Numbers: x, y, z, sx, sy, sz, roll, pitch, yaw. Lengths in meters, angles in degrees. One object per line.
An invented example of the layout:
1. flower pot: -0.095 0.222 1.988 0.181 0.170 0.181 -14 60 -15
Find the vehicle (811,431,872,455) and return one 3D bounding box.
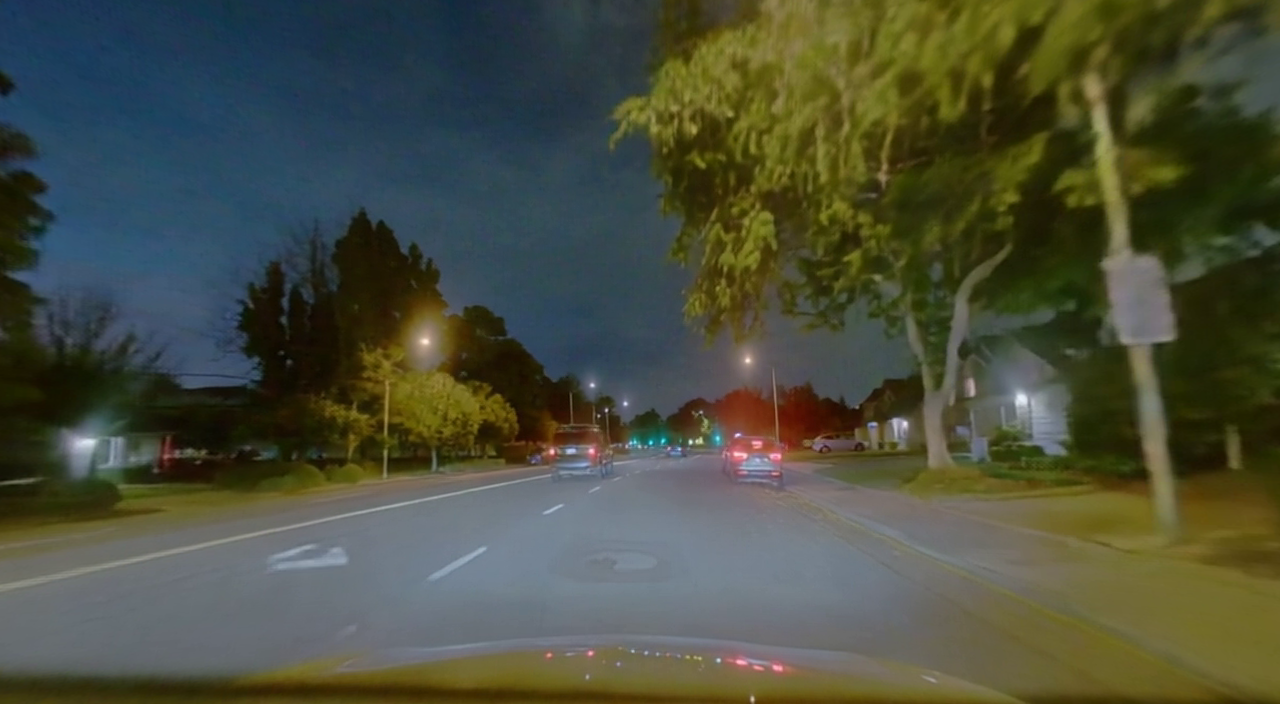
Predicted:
1. vehicle: 15.719 7.150 49.593 4.249 1.550 1.843 -4 -8 10

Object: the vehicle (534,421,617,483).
1. vehicle: -2.328 3.828 24.412 2.085 2.084 5.133 -1 -8 7

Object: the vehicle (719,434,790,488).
1. vehicle: 3.833 3.730 21.933 2.040 1.643 4.446 -1 -8 6
